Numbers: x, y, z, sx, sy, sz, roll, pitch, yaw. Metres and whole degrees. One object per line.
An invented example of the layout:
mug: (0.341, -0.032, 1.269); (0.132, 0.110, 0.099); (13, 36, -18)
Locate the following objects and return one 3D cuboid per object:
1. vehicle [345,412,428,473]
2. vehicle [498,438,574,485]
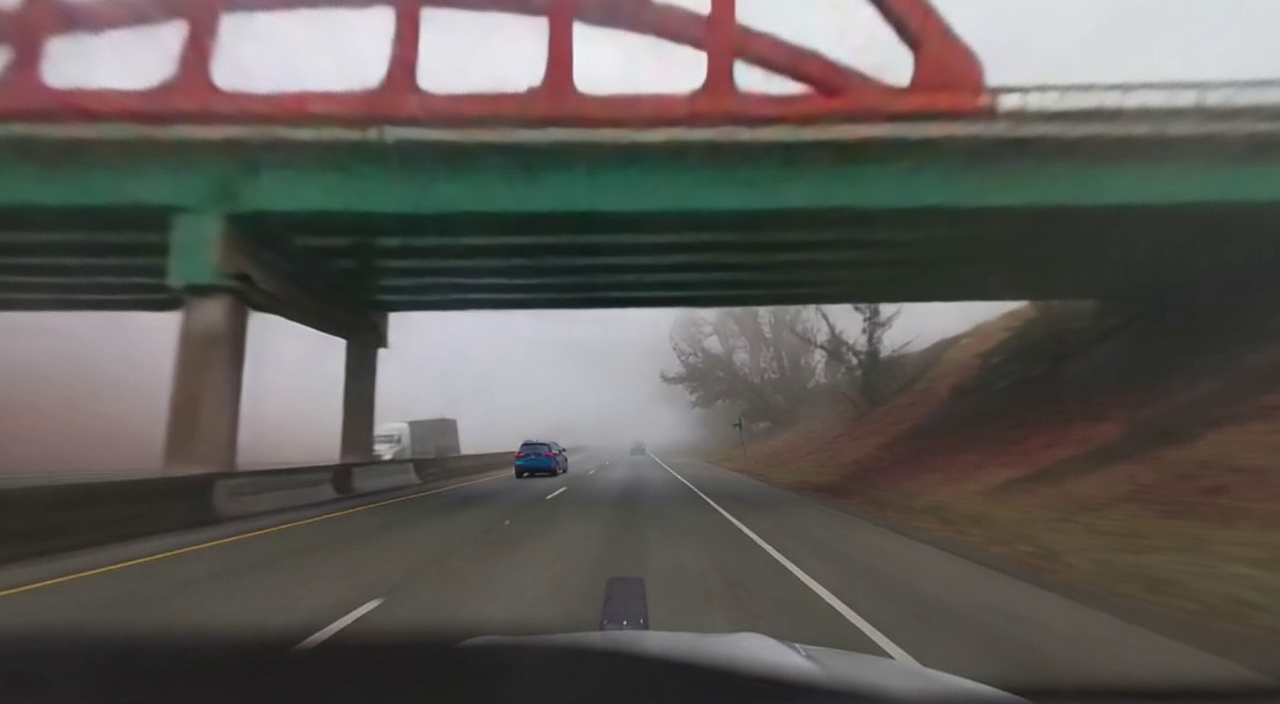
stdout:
vehicle: (-18.264, 6.555, 45.770); (3.043, 4.057, 6.636); (0, -8, 1)
vehicle: (-3.778, 4.054, 23.516); (2.052, 1.556, 4.405); (0, -8, 0)
